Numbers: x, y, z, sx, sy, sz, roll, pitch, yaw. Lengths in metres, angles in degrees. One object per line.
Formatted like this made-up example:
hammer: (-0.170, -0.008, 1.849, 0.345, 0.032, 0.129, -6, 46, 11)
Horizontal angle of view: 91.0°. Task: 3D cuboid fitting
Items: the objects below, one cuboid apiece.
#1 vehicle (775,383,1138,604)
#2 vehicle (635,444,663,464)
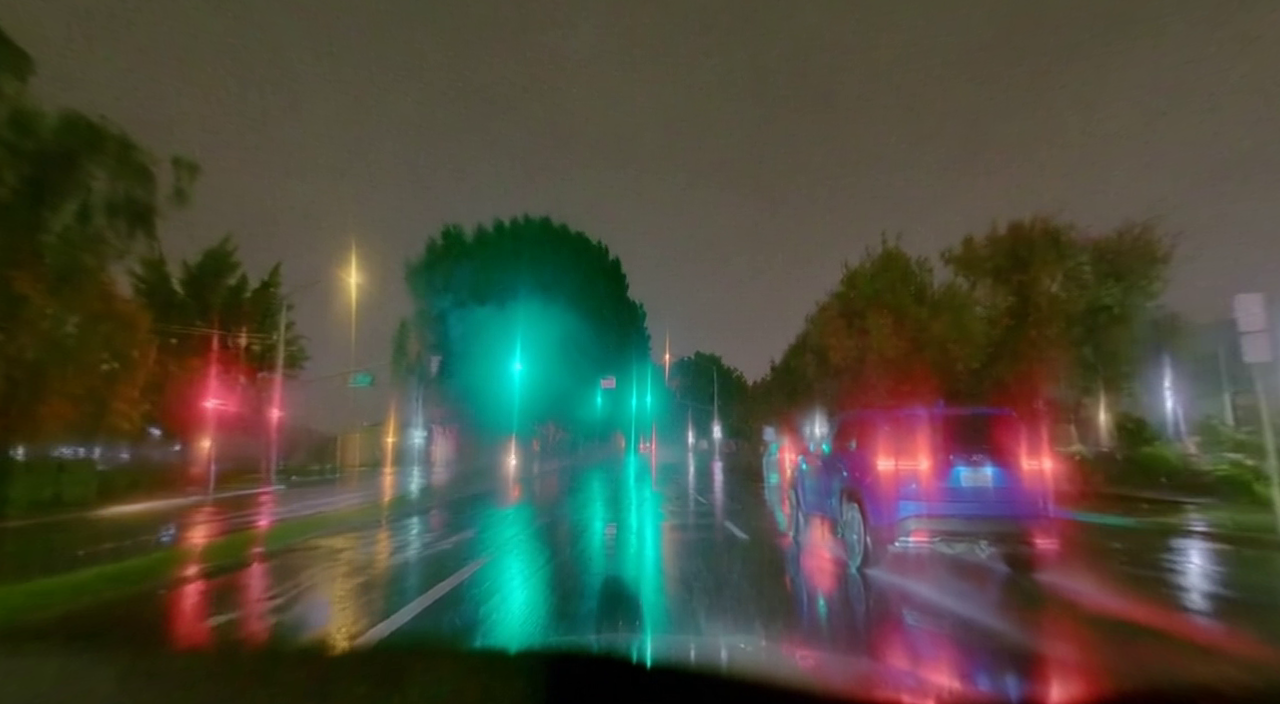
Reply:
vehicle: (3.172, 1.526, 7.617, 2.033, 1.865, 4.360, 0, -8, -1)
vehicle: (0.742, 7.969, 49.431, 2.131, 1.474, 4.146, 0, -8, 1)
